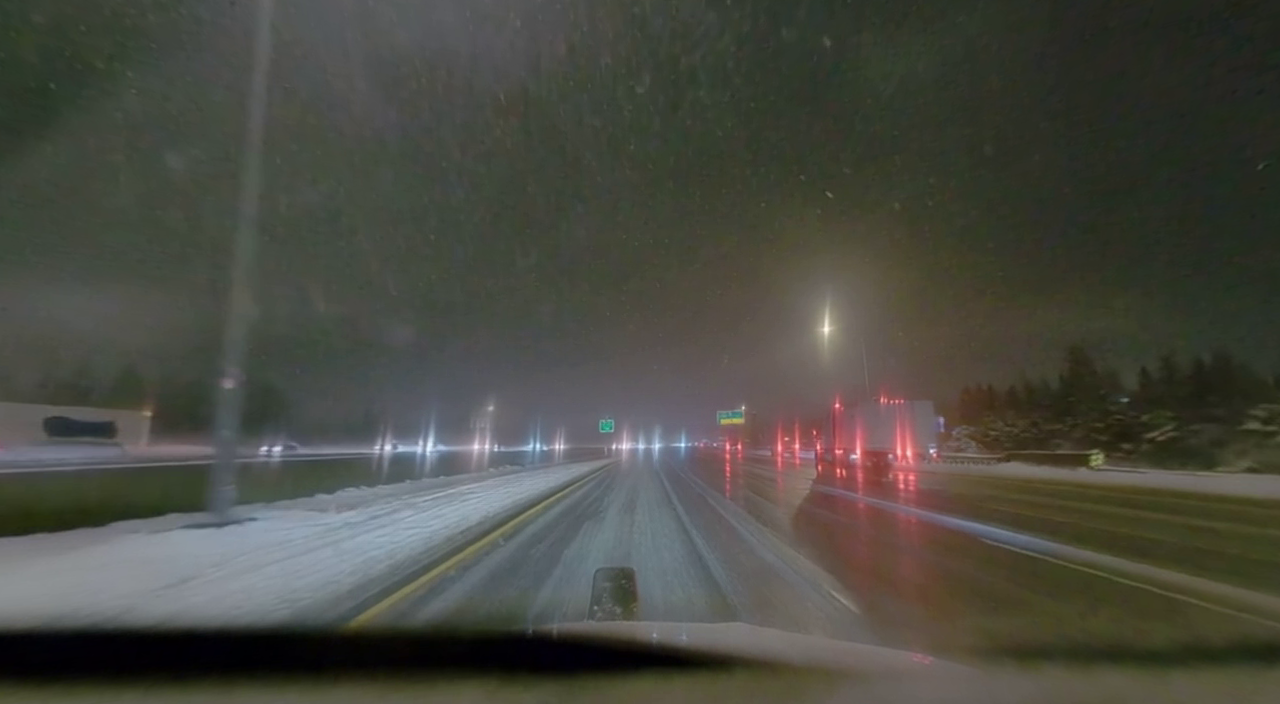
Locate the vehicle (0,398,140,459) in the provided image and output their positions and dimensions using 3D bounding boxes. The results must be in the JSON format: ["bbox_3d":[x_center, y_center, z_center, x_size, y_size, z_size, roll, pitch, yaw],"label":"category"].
[{"bbox_3d":[-45.281,5.690,46.402,2.941,4.172,16.971,0,-8,1],"label":"vehicle"}]
